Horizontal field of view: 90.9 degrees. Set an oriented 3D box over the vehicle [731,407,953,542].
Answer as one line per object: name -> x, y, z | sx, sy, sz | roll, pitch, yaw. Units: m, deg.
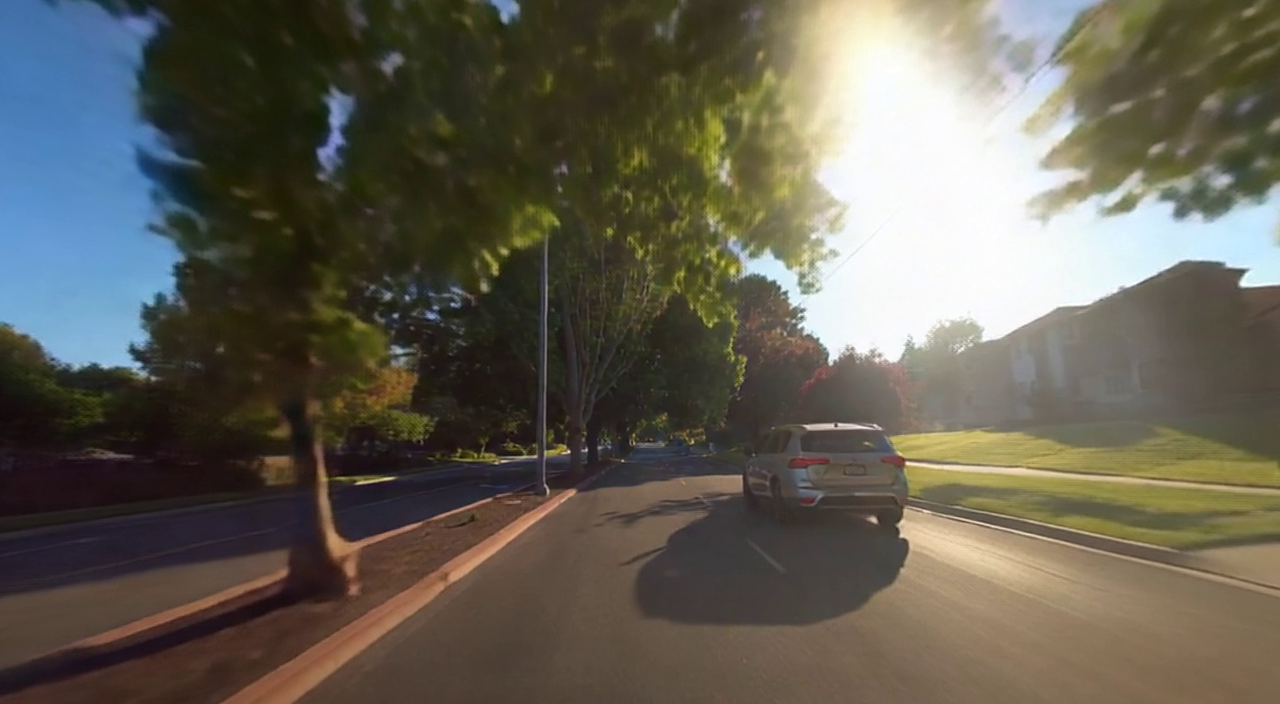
vehicle -> 3.005, 1.946, 10.699 | 2.180, 1.773, 4.639 | 0, -8, -1
